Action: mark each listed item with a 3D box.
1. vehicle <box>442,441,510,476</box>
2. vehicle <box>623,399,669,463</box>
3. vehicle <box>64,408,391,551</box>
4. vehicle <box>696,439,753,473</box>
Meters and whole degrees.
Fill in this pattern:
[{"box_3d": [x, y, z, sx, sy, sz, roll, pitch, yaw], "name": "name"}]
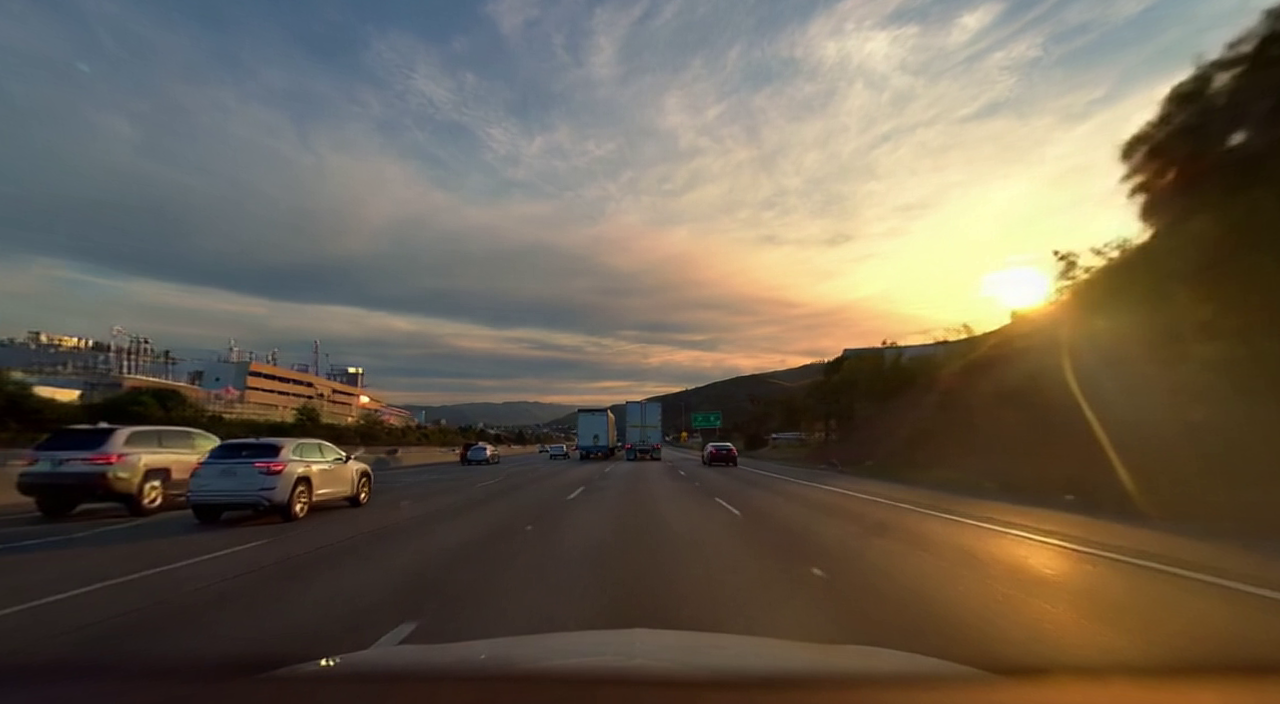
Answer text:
[{"box_3d": [-7.450, 4.872, 29.135, 1.891, 1.460, 4.506, 0, -9, 1], "name": "vehicle"}, {"box_3d": [0.384, 5.910, 46.375, 2.969, 4.104, 10.906, 0, -9, 0], "name": "vehicle"}, {"box_3d": [-6.009, 1.910, 10.087, 2.122, 1.754, 4.379, 0, -9, 2], "name": "vehicle"}, {"box_3d": [3.926, 4.907, 29.992, 2.006, 1.452, 4.246, 0, -9, -1], "name": "vehicle"}]
